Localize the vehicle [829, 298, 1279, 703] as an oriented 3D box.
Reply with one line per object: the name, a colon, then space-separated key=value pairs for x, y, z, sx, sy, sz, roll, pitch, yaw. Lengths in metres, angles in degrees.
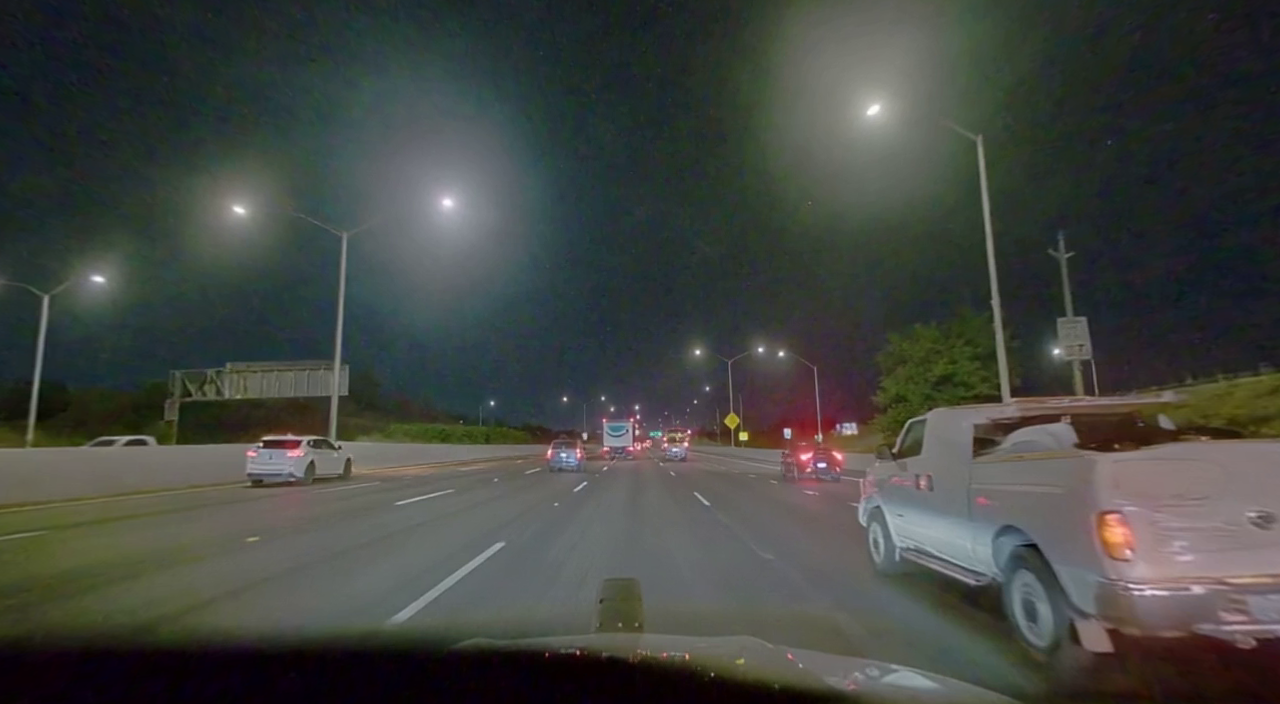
vehicle: x=3.105 y=1.009 z=3.939 sx=2.179 sy=1.739 sz=5.331 roll=0 pitch=-9 yaw=0

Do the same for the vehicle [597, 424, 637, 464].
vehicle: x=-1.555 y=6.750 z=46.193 sx=2.456 sy=2.705 sz=6.251 roll=0 pitch=-9 yaw=2

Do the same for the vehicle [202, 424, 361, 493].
vehicle: x=-10.088 y=3.037 z=18.217 sx=2.023 sy=1.739 sz=4.229 roll=0 pitch=-9 yaw=1

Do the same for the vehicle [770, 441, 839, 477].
vehicle: x=7.577 y=4.974 z=29.503 sx=1.970 sy=1.499 sz=4.491 roll=1 pitch=-9 yaw=-1

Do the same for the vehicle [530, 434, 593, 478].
vehicle: x=-3.236 y=4.376 z=26.812 sx=2.095 sy=1.688 sz=4.188 roll=0 pitch=-9 yaw=0

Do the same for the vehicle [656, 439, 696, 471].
vehicle: x=1.956 y=5.700 z=35.139 sx=2.067 sy=1.654 sz=3.985 roll=0 pitch=-9 yaw=1
